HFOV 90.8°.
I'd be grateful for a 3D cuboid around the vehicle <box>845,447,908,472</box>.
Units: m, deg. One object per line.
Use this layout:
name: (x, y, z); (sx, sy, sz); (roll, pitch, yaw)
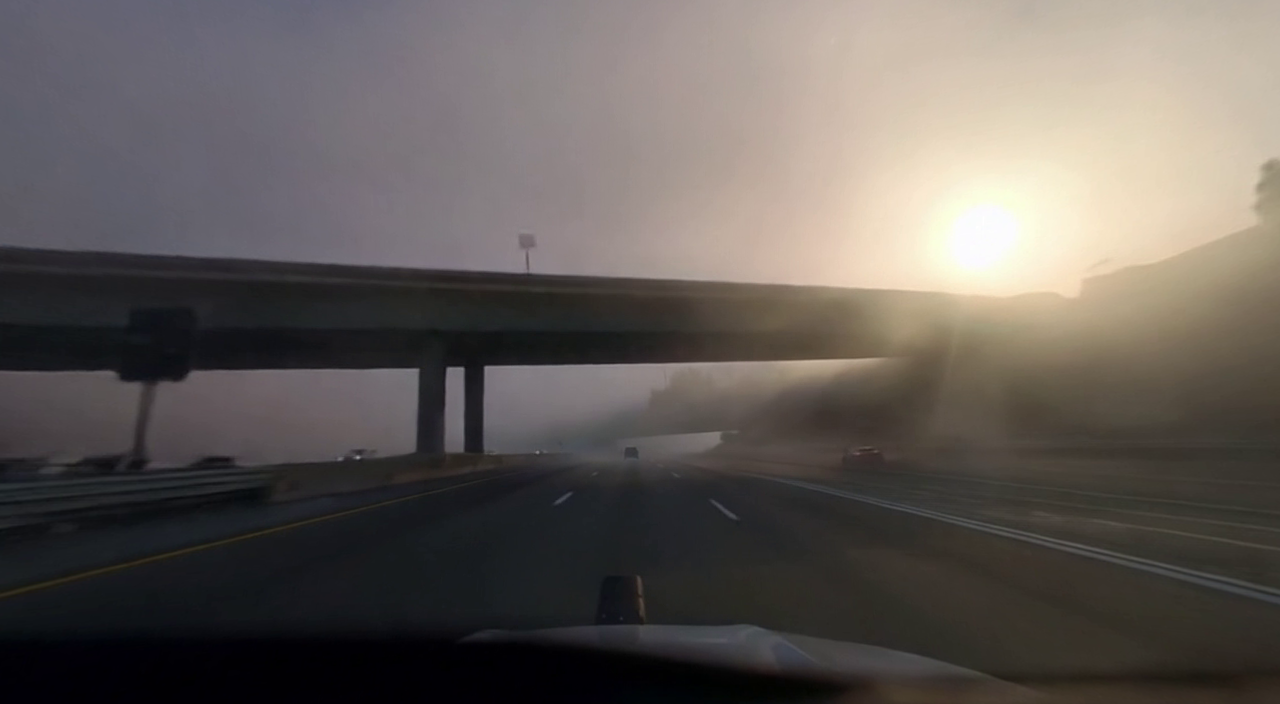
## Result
vehicle: (15.208, 6.919, 40.934); (1.959, 1.519, 5.235); (0, -9, -1)
